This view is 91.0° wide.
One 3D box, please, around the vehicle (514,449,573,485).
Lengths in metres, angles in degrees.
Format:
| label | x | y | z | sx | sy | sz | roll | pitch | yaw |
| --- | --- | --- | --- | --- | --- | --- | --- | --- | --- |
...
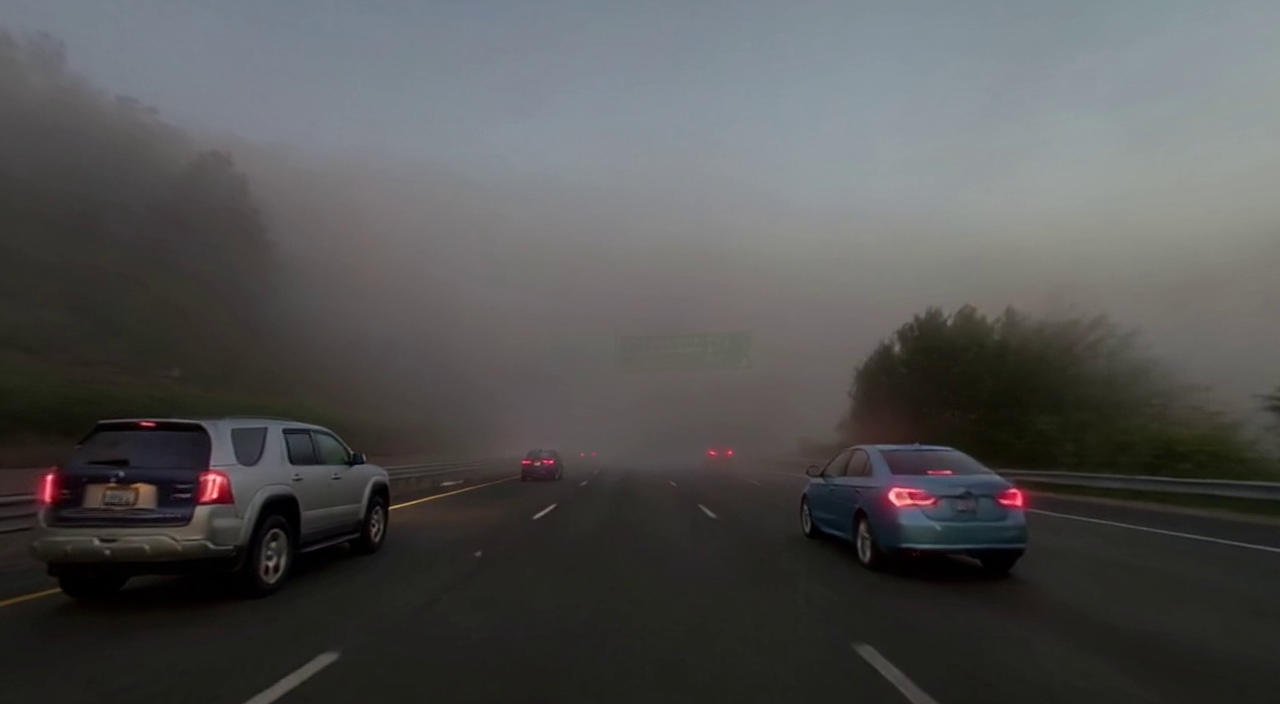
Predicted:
| label | x | y | z | sx | sy | sz | roll | pitch | yaw |
| --- | --- | --- | --- | --- | --- | --- | --- | --- | --- |
| vehicle | -4.224 | 5.101 | 28.274 | 2.009 | 1.488 | 4.289 | 0 | -9 | 0 |

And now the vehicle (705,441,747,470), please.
| label | x | y | z | sx | sy | sz | roll | pitch | yaw |
| --- | --- | --- | --- | --- | --- | --- | --- | --- | --- |
| vehicle | 6.679 | 8.087 | 49.441 | 2.378 | 2.096 | 5.119 | 0 | -9 | -3 |

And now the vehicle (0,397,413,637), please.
| label | x | y | z | sx | sy | sz | roll | pitch | yaw |
| --- | --- | --- | --- | --- | --- | --- | --- | --- | --- |
| vehicle | -4.303 | 1.538 | 6.819 | 2.079 | 1.745 | 4.281 | 0 | -9 | 0 |

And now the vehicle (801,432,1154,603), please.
| label | x | y | z | sx | sy | sz | roll | pitch | yaw |
| --- | --- | --- | --- | --- | --- | --- | --- | --- | --- |
| vehicle | 3.721 | 1.890 | 8.119 | 2.120 | 1.572 | 4.344 | 0 | -9 | 0 |
